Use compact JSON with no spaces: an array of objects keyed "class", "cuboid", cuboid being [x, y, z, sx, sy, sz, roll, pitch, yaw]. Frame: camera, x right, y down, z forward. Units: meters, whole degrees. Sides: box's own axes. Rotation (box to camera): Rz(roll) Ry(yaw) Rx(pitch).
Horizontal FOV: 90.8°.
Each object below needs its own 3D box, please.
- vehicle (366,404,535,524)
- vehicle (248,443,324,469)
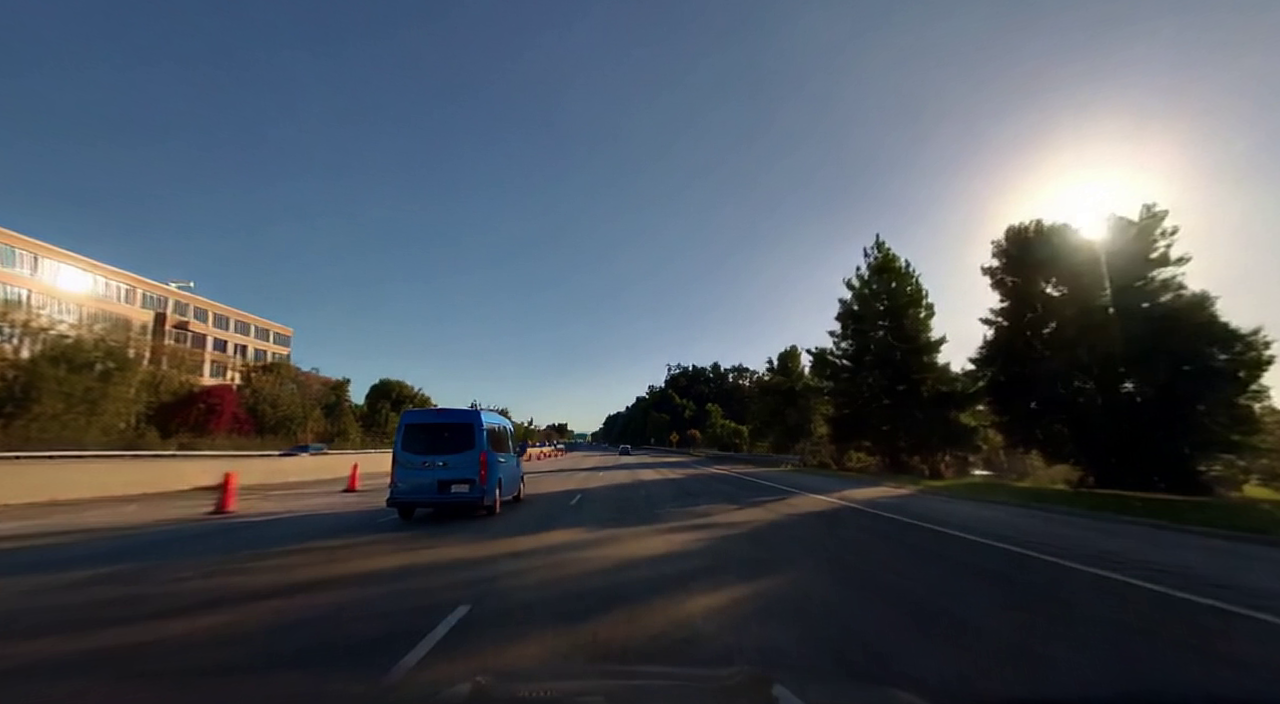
[{"class":"vehicle","cuboid":[-3.519,2.196,12.785,2.046,1.982,4.465,0,-9,-1]},{"class":"vehicle","cuboid":[-20.416,6.004,36.639,1.836,1.431,4.297,0,-9,1]}]
